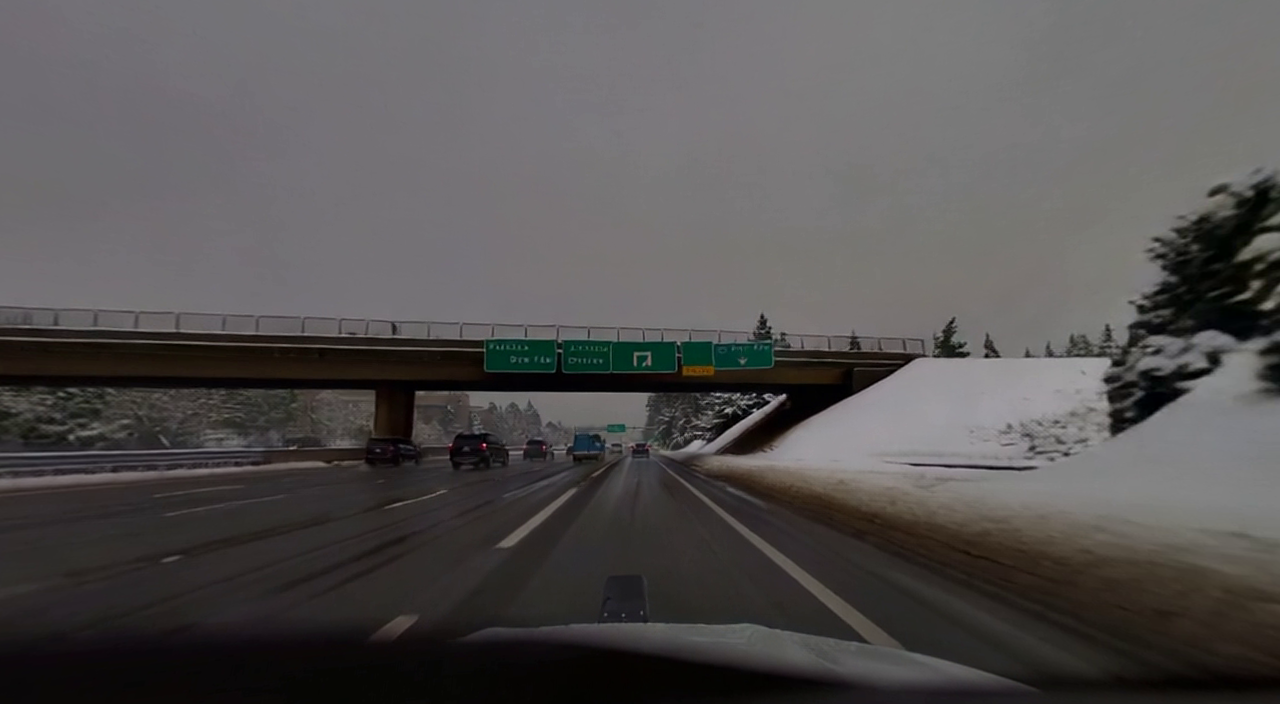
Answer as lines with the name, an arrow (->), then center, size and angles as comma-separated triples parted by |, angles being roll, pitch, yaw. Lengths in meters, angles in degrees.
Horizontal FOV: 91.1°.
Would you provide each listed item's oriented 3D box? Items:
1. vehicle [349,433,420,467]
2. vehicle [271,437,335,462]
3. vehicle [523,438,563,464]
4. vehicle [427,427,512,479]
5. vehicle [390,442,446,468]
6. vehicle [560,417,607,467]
vehicle -> -17.175, 6.616, 42.572 | 2.258, 2.139, 5.495 | 0, -9, 2
vehicle -> -22.522, 6.543, 42.167 | 1.859, 1.541, 4.331 | 0, -9, 0
vehicle -> -6.991, 7.171, 45.608 | 2.109, 1.784, 4.709 | 0, -9, 0
vehicle -> -6.985, 4.209, 26.280 | 2.179, 1.948, 4.618 | 0, -9, 1
vehicle -> -13.583, 6.297, 38.643 | 1.899, 1.485, 4.368 | 0, -9, 0
vehicle -> -3.382, 5.655, 39.169 | 2.301, 2.843, 6.458 | 0, -9, 0
